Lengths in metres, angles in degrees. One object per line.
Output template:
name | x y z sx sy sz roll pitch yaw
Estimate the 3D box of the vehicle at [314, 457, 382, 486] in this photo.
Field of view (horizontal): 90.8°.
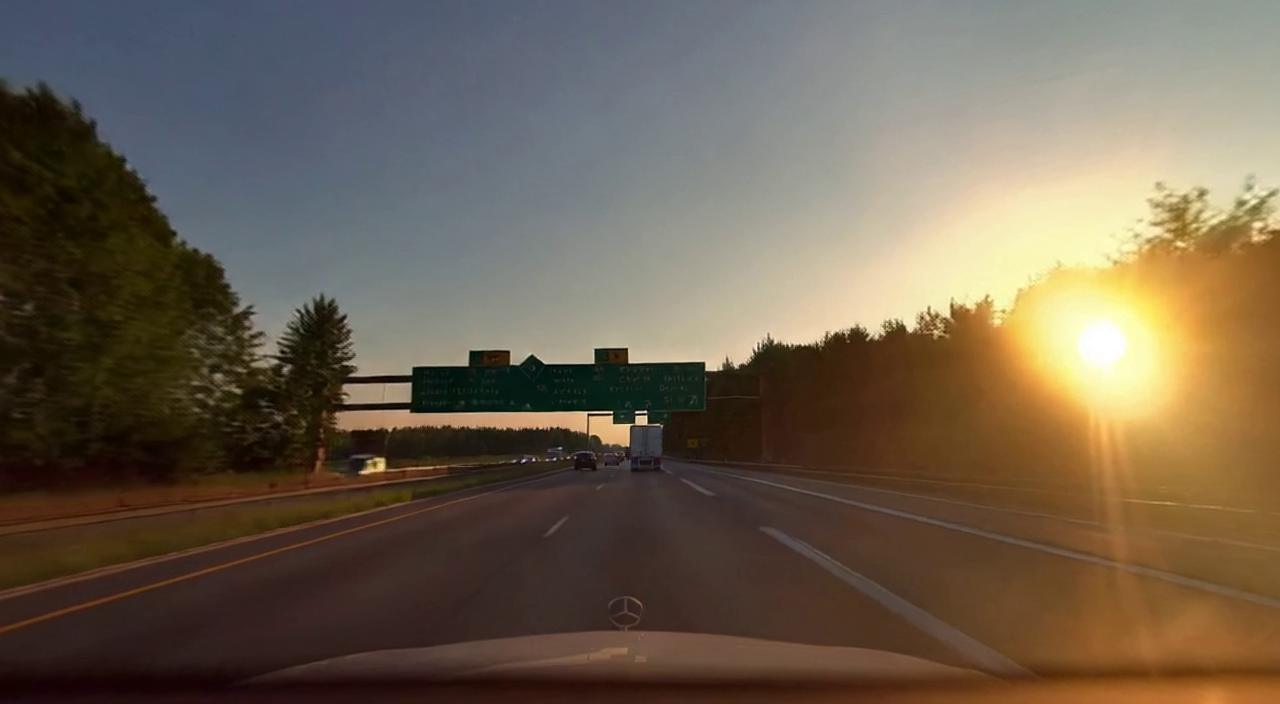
vehicle | -16.615 6.792 36.086 1.841 1.543 4.225 0 -9 0
